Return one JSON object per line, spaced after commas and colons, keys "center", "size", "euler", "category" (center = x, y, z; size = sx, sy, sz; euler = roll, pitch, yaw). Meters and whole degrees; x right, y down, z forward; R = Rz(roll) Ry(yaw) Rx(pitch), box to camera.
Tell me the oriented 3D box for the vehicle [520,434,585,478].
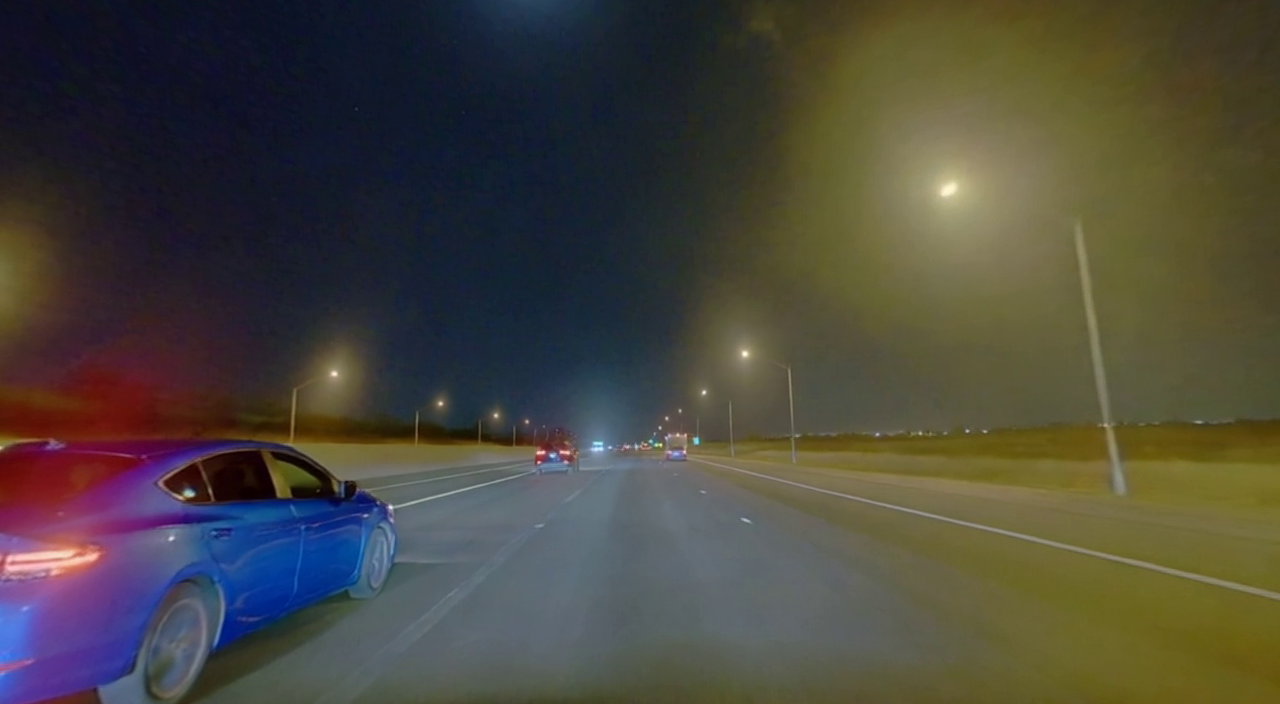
{"center": [-3.799, 4.661, 28.447], "size": [2.205, 1.773, 5.124], "euler": [0, -9, 0], "category": "vehicle"}
